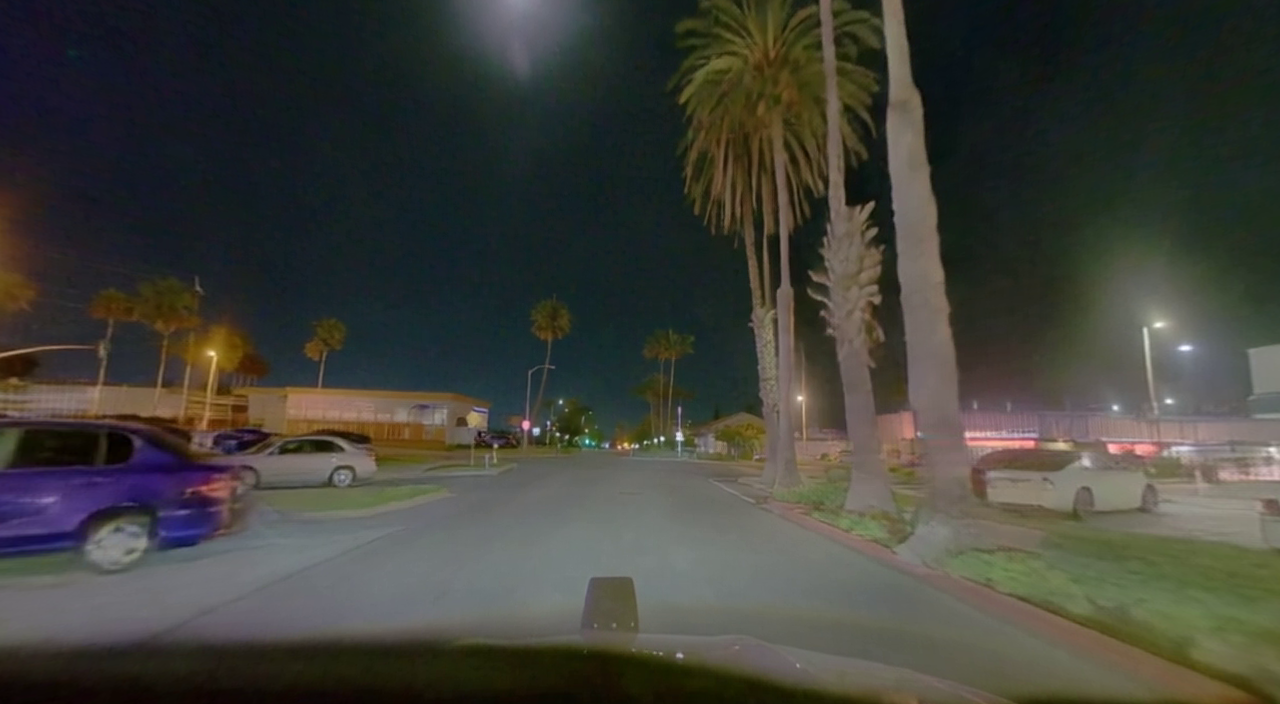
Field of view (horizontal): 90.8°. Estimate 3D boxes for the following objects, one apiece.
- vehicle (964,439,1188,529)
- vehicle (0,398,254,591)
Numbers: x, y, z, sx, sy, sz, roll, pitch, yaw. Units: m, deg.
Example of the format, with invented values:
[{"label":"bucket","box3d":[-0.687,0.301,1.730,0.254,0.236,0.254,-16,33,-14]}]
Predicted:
[{"label":"vehicle","box3d":[9.470,2.744,13.679,4.651,1.610,2.157,6,-10,-31]},{"label":"vehicle","box3d":[-6.112,1.191,5.540,4.542,1.483,2.174,5,-10,-31]}]
